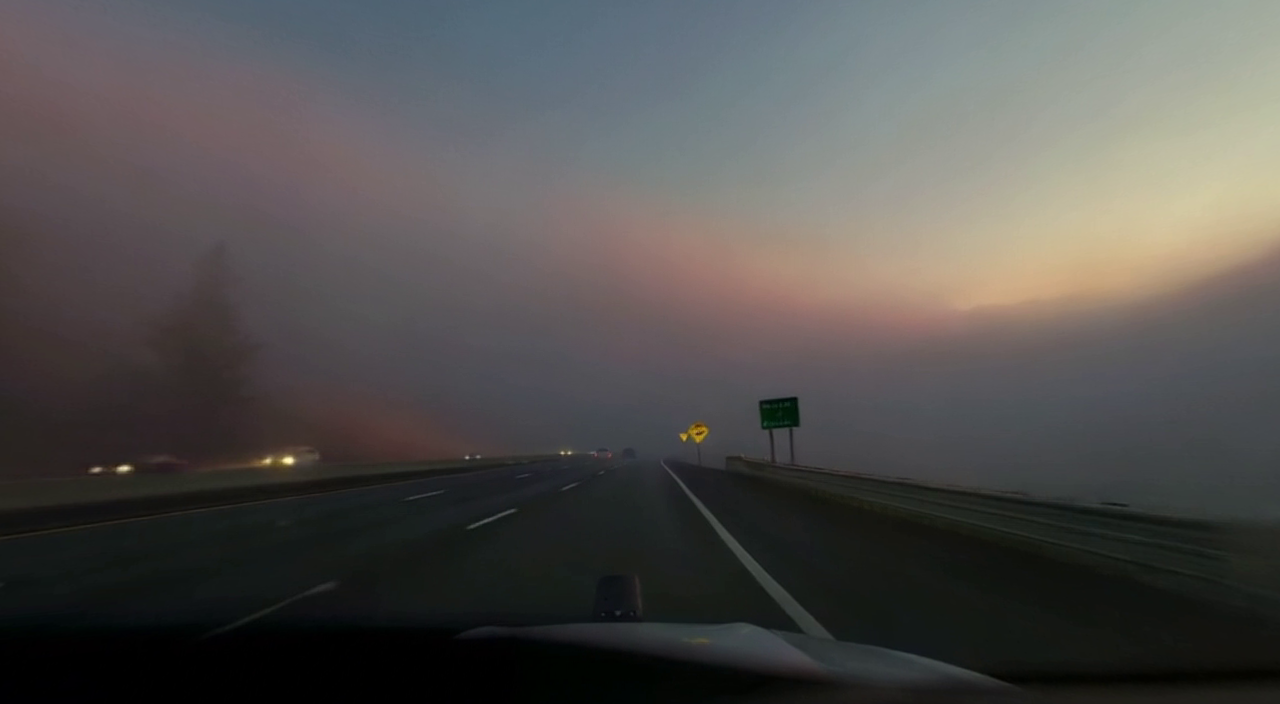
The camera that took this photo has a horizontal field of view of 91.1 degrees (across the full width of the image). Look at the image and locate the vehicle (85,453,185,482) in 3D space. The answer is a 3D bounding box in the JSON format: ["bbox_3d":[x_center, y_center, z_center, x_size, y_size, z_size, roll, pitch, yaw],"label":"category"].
[{"bbox_3d":[-27.755,6.351,34.765,1.766,1.462,4.382,-1,-9,2],"label":"vehicle"}]

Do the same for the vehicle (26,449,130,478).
[{"bbox_3d":[-35.493,7.031,39.904,1.891,1.739,4.958,-1,-9,2],"label":"vehicle"}]
